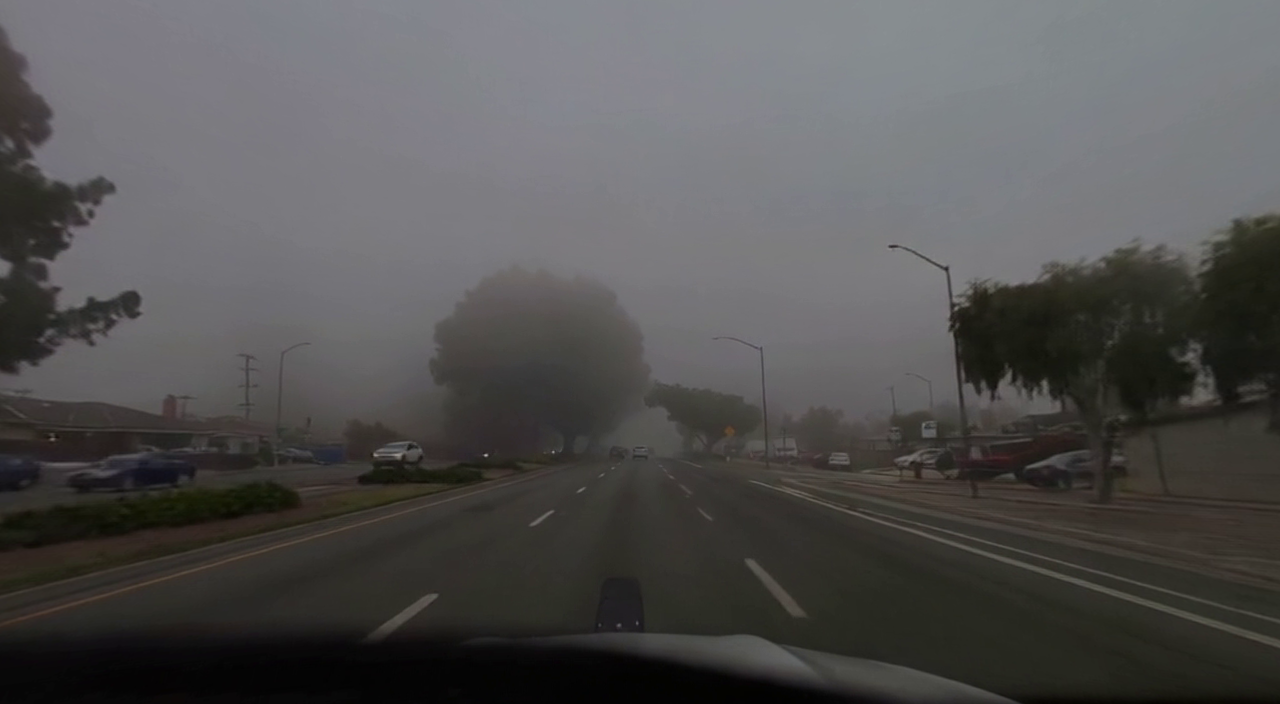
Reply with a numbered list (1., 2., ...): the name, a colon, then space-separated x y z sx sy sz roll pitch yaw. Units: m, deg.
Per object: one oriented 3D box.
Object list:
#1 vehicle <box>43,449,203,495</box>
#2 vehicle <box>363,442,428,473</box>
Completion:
1. vehicle: -18.815 4.339 23.358 1.892 1.474 4.723 0 -8 1
2. vehicle: -15.131 6.528 39.375 1.999 1.773 4.851 0 -8 1
